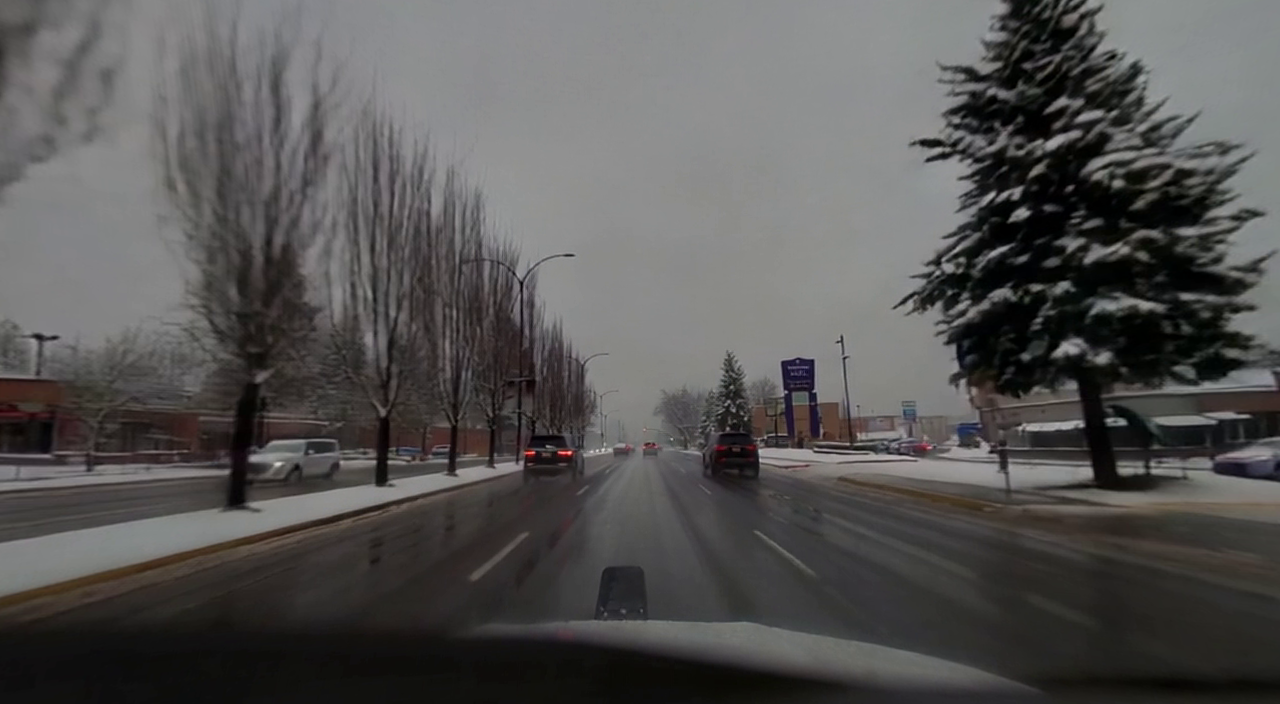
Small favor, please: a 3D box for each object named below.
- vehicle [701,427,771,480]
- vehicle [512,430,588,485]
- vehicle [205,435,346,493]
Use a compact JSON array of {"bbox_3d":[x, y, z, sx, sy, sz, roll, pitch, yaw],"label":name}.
[{"bbox_3d":[3.713,4.018,25.080,2.024,1.921,4.431,0,-9,-1],"label":"vehicle"},{"bbox_3d":[-3.117,3.769,22.724,2.014,1.775,4.404,0,-9,1],"label":"vehicle"},{"bbox_3d":[-12.104,3.725,21.288,2.023,1.729,4.478,0,-9,0],"label":"vehicle"}]
